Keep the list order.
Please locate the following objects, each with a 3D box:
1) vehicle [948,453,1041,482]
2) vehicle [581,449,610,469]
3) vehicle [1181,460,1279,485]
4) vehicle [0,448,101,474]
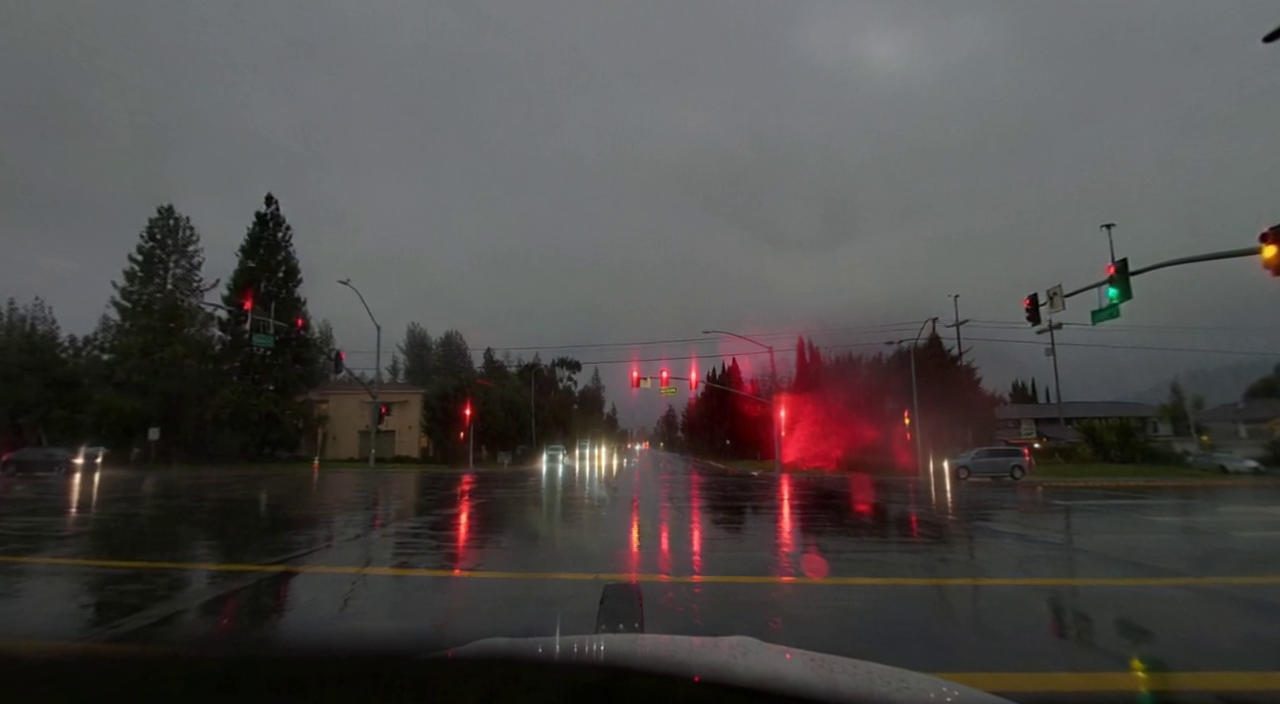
[{"bbox_3d":[21.129,6.876,37.568,4.447,1.623,1.801,0,-9,-3],"label":"vehicle"},{"bbox_3d":[-3.407,8.355,49.214,1.908,1.441,4.142,0,-8,1],"label":"vehicle"},{"bbox_3d":[36.248,7.308,38.267,4.976,1.428,1.929,0,-8,-2],"label":"vehicle"},{"bbox_3d":[-35.109,6.417,37.212,4.741,1.447,1.807,0,-9,0],"label":"vehicle"}]
